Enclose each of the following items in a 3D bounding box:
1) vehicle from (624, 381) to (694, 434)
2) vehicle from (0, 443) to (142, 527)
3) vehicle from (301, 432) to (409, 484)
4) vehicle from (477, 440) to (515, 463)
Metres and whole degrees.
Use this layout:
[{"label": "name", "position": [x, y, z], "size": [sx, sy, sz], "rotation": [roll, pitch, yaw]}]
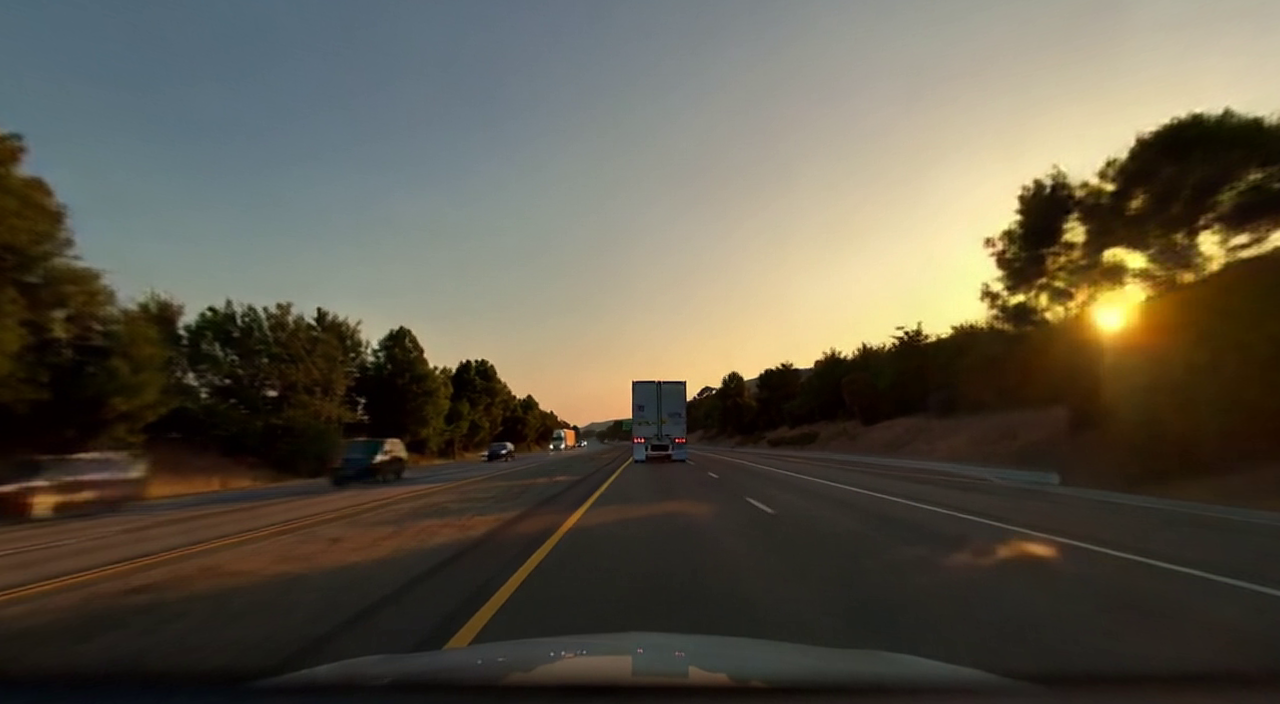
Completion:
[{"label": "vehicle", "position": [0.646, 2.322, 25.347], "size": [2.509, 1.890, 4.732], "rotation": [0, -8, -2]}, {"label": "vehicle", "position": [-15.191, 3.204, 15.512], "size": [2.000, 1.847, 4.664], "rotation": [-2, -8, 0]}, {"label": "vehicle", "position": [-11.653, 4.367, 26.207], "size": [2.133, 1.942, 4.865], "rotation": [0, -8, 1]}, {"label": "vehicle", "position": [-11.341, 7.873, 49.821], "size": [1.873, 1.712, 4.097], "rotation": [0, -8, 2]}]
